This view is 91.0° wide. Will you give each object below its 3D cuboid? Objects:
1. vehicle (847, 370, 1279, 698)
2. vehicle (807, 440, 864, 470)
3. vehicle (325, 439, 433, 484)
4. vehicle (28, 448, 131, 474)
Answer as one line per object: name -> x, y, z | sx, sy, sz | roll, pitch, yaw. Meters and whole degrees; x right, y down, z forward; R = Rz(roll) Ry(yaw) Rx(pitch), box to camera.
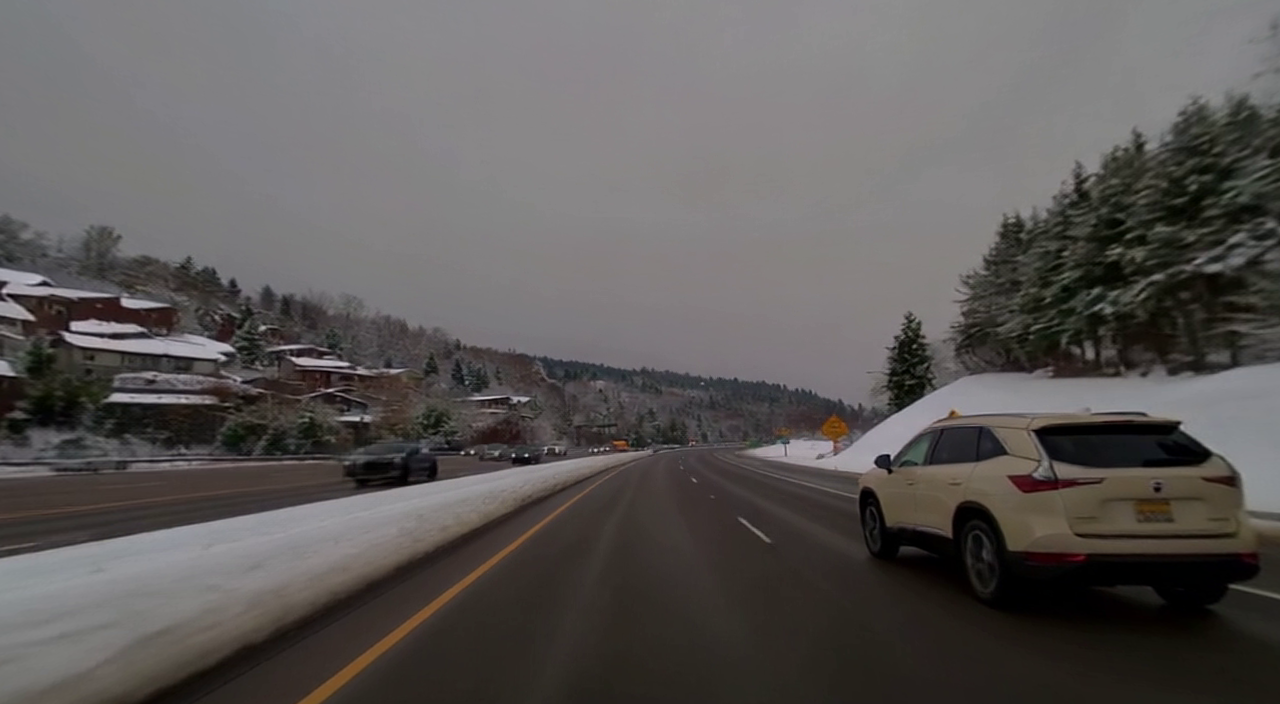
vehicle -> 3.897, 1.323, 5.793 | 2.318, 1.766, 4.587 | 0, -9, -1
vehicle -> 11.945, 6.325, 38.743 | 2.043, 1.714, 4.453 | 0, -9, 0
vehicle -> -12.467, 5.256, 30.671 | 2.517, 1.982, 5.896 | 0, -9, 2
vehicle -> -35.307, 6.870, 39.821 | 1.809, 1.505, 4.810 | -1, -9, 5
